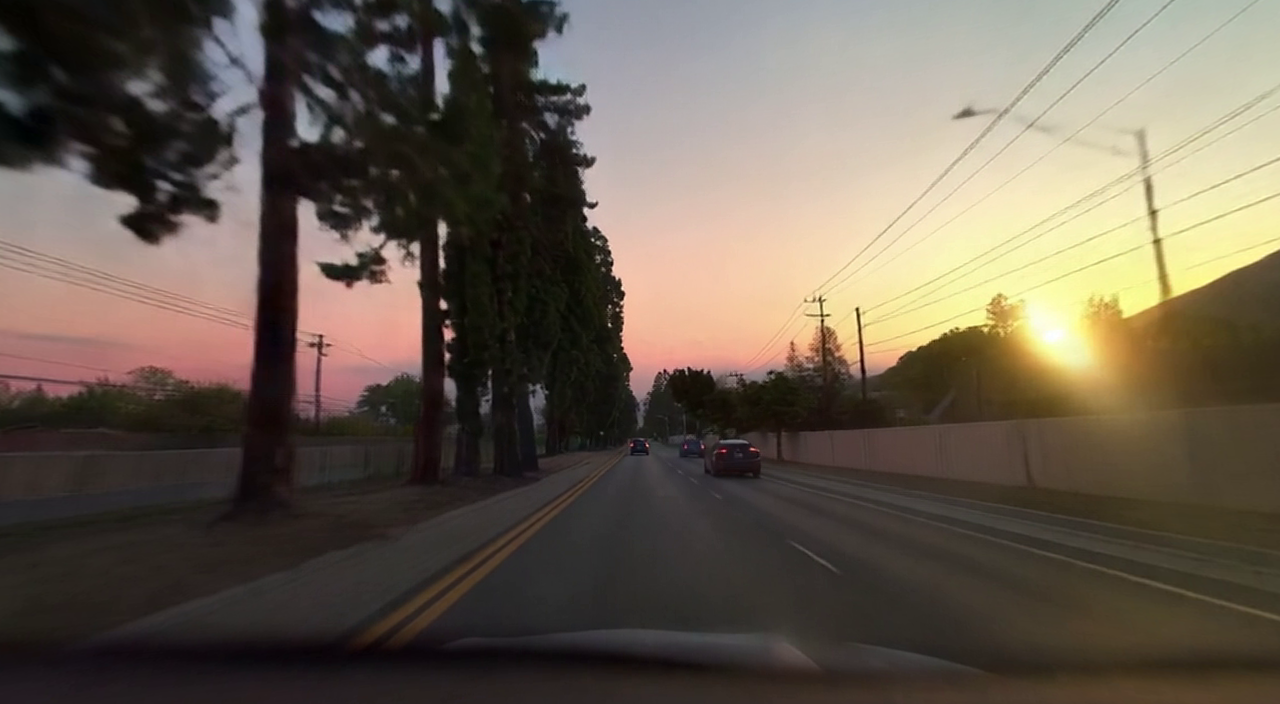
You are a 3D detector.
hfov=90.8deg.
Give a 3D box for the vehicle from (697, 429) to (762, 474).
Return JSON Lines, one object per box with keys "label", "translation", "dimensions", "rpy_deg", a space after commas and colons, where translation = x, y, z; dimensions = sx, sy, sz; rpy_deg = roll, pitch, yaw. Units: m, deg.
{"label": "vehicle", "translation": [3.917, 4.474, 28.540], "dimensions": [2.112, 1.825, 4.574], "rpy_deg": [0, -8, -2]}
